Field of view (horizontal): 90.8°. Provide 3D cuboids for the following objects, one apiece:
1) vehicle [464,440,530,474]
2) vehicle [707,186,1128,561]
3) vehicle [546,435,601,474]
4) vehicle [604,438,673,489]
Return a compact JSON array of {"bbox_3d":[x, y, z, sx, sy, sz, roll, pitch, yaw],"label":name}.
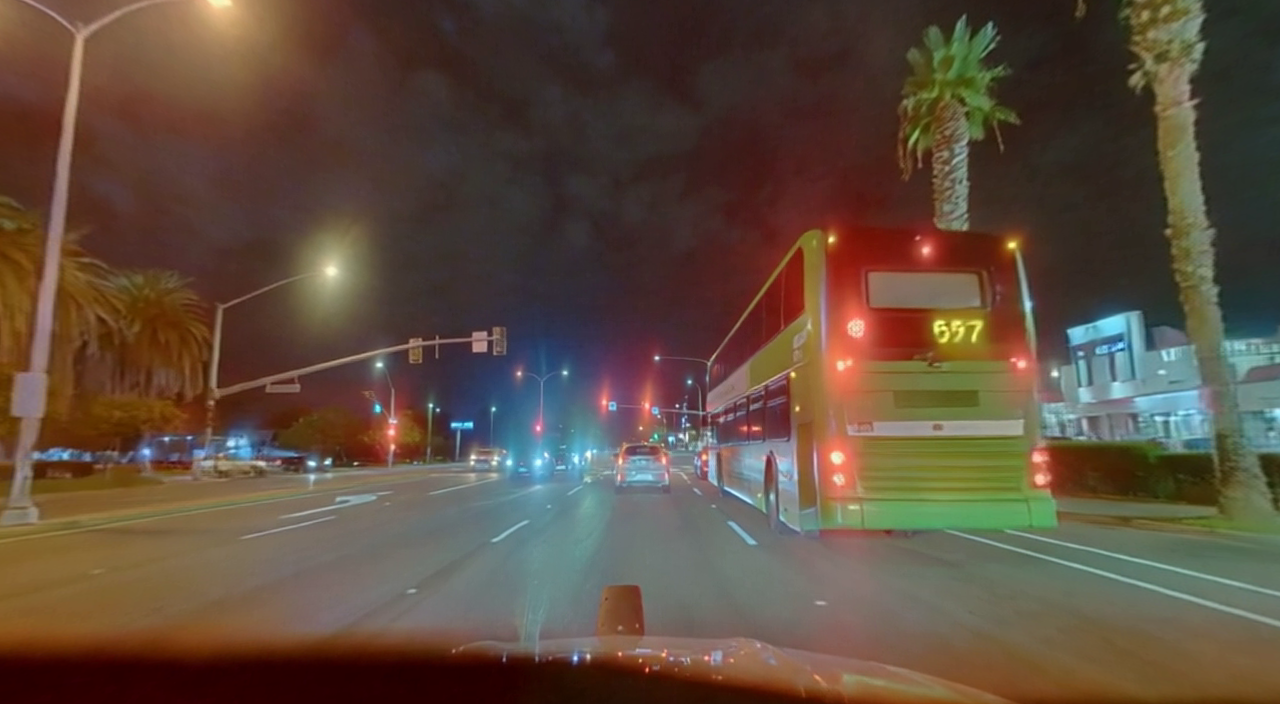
[{"bbox_3d":[-6.791,5.055,30.569,1.927,1.480,4.832,0,-9,2],"label":"vehicle"},{"bbox_3d":[3.567,1.159,13.471,2.970,4.015,13.606,0,-9,1],"label":"vehicle"},{"bbox_3d":[-3.140,4.962,30.666,2.020,1.721,4.366,0,-9,2],"label":"vehicle"},{"bbox_3d":[-0.016,3.605,20.761,2.060,1.499,3.831,0,-9,1],"label":"vehicle"}]
